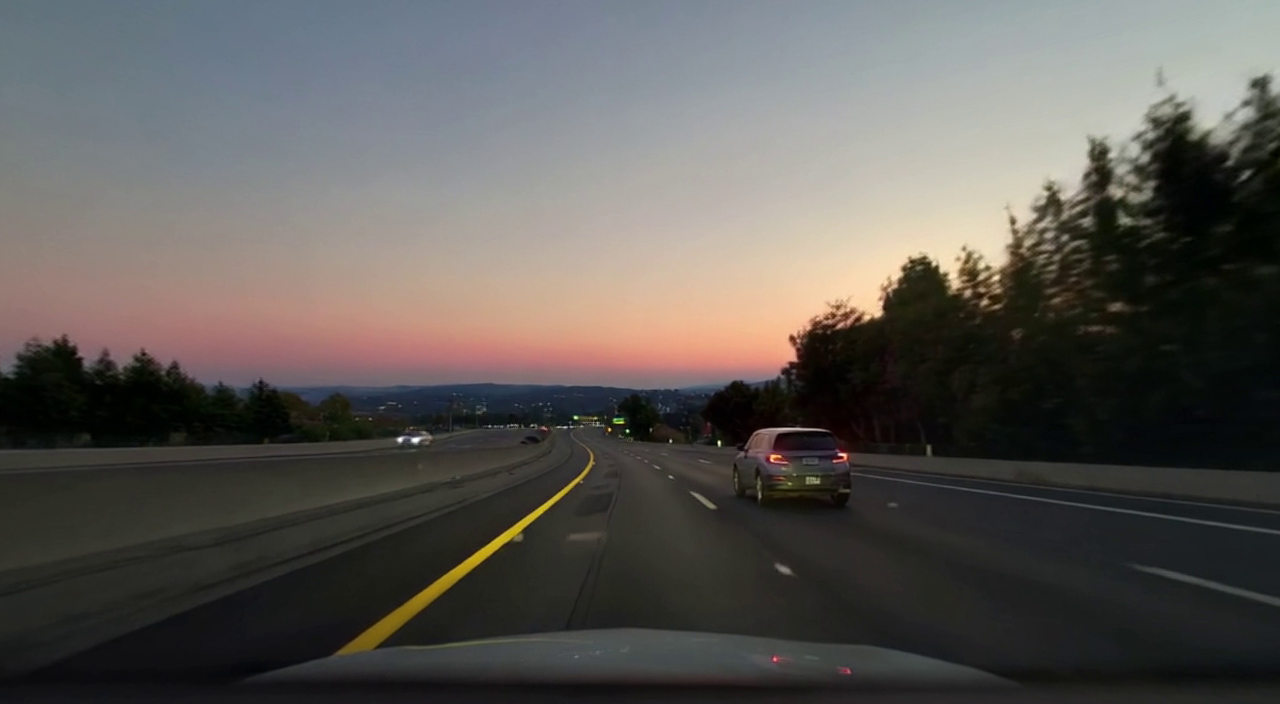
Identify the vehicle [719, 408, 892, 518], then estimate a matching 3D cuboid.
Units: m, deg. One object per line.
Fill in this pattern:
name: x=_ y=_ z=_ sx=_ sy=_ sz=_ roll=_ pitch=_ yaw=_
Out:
vehicle: x=2.894 y=2.065 z=12.179 sx=2.059 sy=1.715 sz=4.192 roll=0 pitch=-8 yaw=-2
